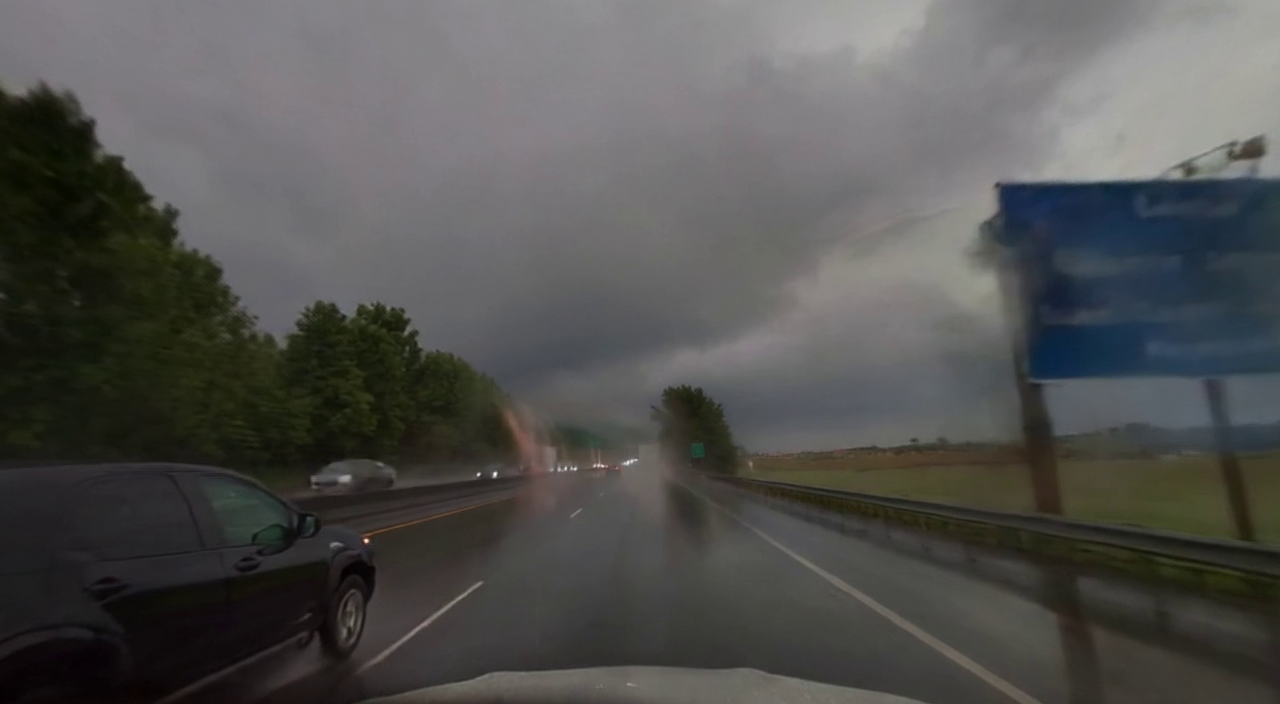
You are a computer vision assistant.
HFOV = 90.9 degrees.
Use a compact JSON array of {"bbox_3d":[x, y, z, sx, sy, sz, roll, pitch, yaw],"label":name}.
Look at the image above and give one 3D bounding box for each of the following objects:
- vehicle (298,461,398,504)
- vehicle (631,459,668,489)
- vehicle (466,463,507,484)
[{"bbox_3d":[-11.113,4.994,24.336,1.798,1.447,4.131,1,-10,1],"label":"vehicle"},{"bbox_3d":[0.547,7.334,38.033,2.048,1.663,4.377,1,-10,0],"label":"vehicle"},{"bbox_3d":[-11.927,9.496,49.280,1.883,1.486,4.813,0,-10,2],"label":"vehicle"}]
